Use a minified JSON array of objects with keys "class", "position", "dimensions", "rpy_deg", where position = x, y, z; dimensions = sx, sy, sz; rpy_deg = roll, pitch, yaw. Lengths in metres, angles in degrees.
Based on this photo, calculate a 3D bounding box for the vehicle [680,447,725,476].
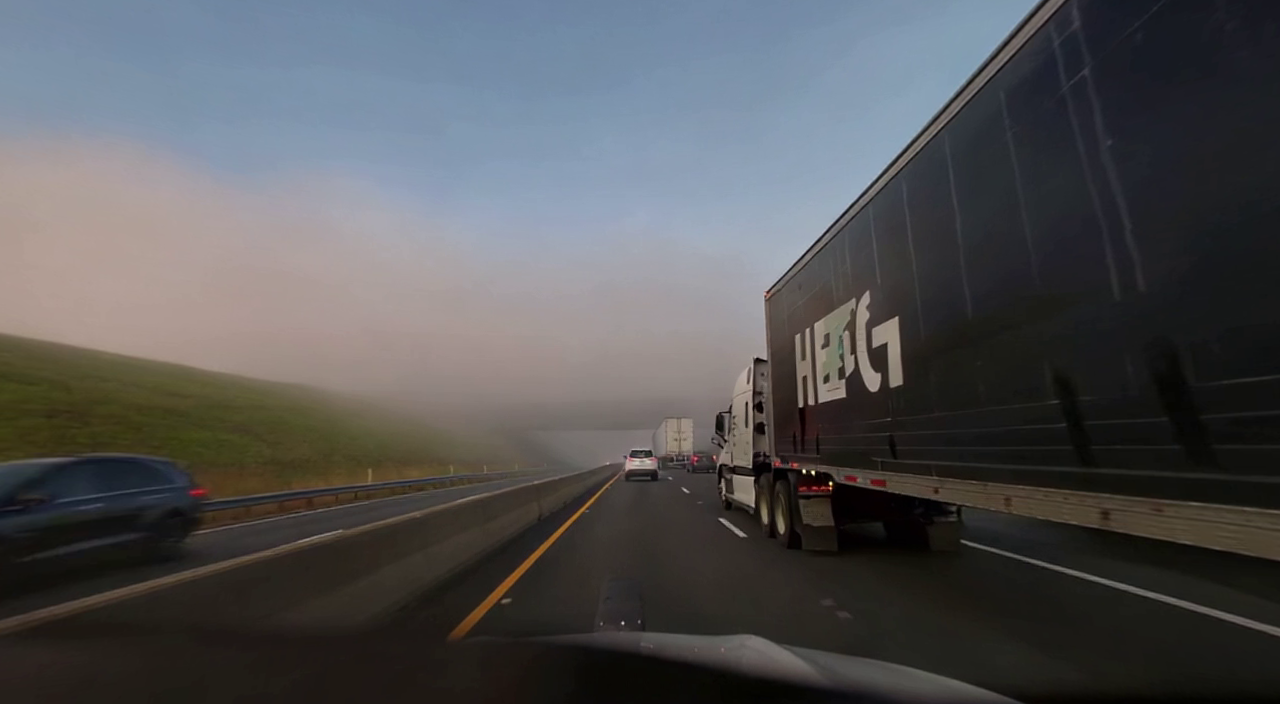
[{"class":"vehicle","position":[3.401,6.059,35.078],"dimensions":[1.972,1.505,3.946],"rpy_deg":[0,-9,-1]}]

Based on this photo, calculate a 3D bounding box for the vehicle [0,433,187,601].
[{"class":"vehicle","position":[-7.529,1.739,6.751],"dimensions":[2.027,1.689,4.372],"rpy_deg":[-1,-9,1]}]

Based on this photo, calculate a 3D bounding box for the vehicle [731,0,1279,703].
[{"class":"vehicle","position":[3.164,0.054,4.850],"dimensions":[2.870,4.056,14.250],"rpy_deg":[-1,-9,0]}]

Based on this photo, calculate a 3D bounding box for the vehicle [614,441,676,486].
[{"class":"vehicle","position":[0.191,4.410,25.200],"dimensions":[2.256,1.615,4.114],"rpy_deg":[-1,-9,0]}]
